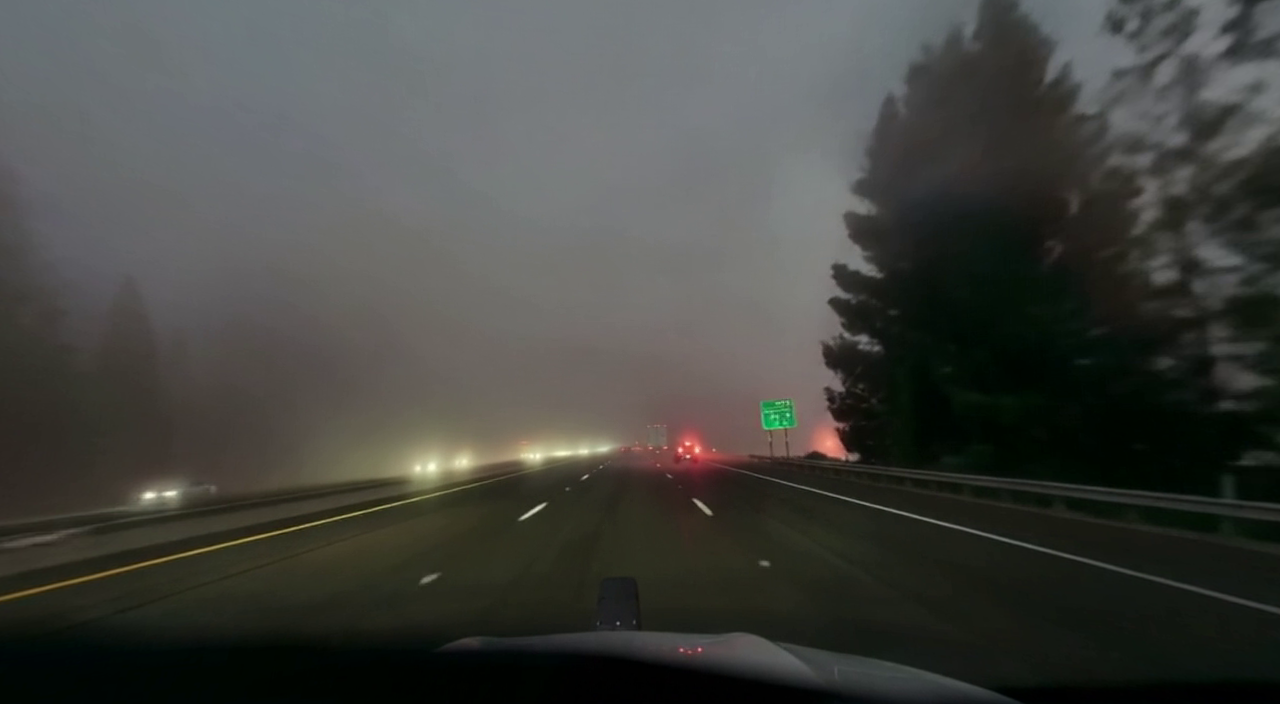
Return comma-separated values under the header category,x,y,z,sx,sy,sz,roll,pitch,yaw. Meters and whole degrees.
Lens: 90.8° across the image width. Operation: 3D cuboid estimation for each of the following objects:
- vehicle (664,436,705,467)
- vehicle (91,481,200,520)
category,x,y,z,sx,sy,sz,roll,pitch,yaw
vehicle,2.635,6.103,38.854,2.065,1.760,4.488,0,-8,-2
vehicle,-29.946,8.993,38.527,2.269,1.779,5.254,1,-8,1
